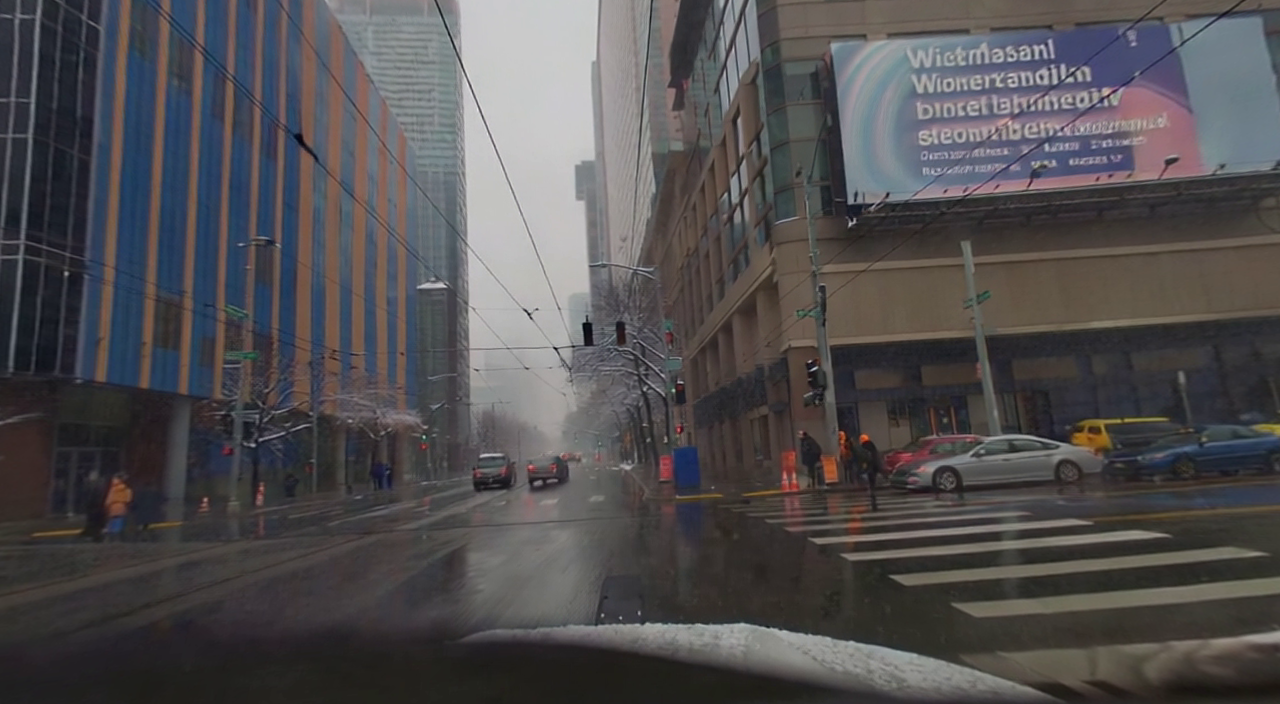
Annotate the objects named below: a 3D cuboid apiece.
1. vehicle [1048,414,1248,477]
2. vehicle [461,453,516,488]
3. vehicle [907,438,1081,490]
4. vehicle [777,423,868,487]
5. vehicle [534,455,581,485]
[{"bbox_3d":[16.681,3.103,20.915,4.944,1.946,1.952,1,-9,-3],"label":"vehicle"},{"bbox_3d":[-8.552,6.691,36.015,2.121,1.792,4.510,0,-9,-2],"label":"vehicle"},{"bbox_3d":[11.318,3.587,20.365,4.697,1.510,1.596,0,-9,-5],"label":"vehicle"},{"bbox_3d":[7.477,4.208,26.436,2.316,2.425,4.466,1,-7,-2],"label":"vehicle"},{"bbox_3d":[-4.574,6.577,35.523,1.797,1.490,4.549,0,-9,3],"label":"vehicle"}]
